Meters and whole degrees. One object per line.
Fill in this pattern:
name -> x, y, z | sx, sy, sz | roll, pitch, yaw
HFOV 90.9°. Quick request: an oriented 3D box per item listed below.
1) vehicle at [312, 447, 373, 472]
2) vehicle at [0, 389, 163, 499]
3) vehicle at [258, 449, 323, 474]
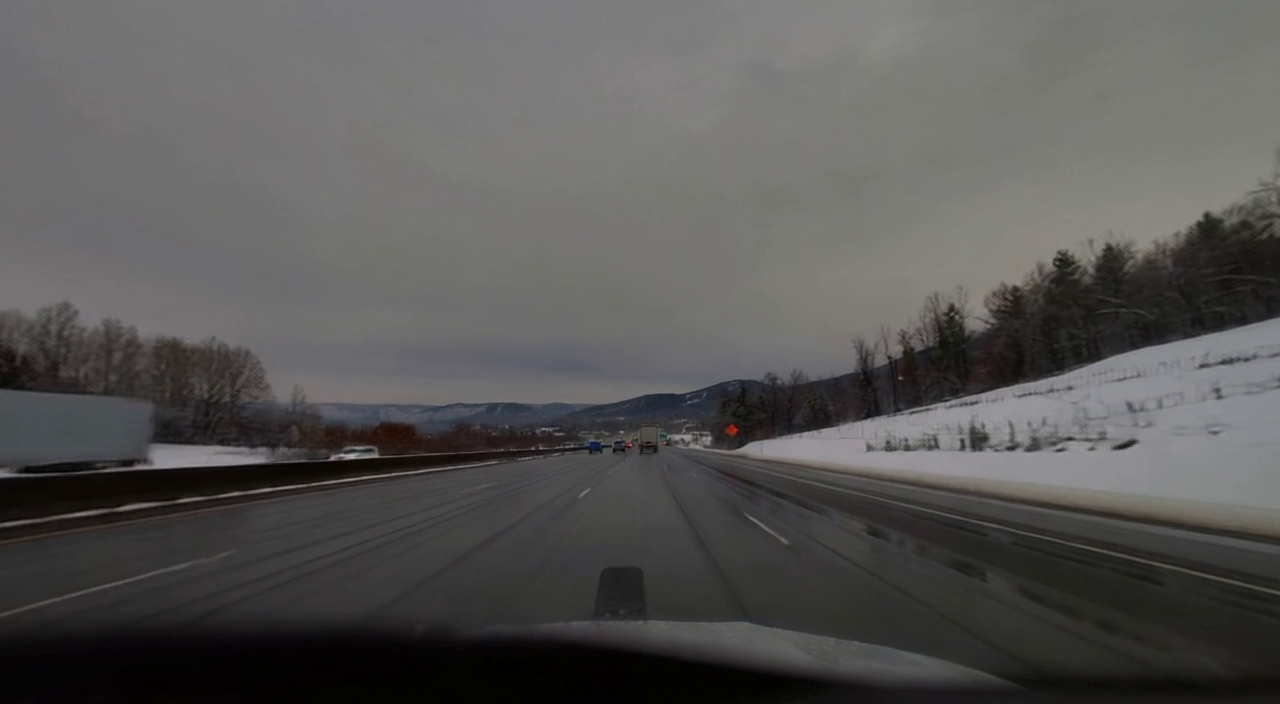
vehicle -> -20.439, 7.402, 43.522 | 2.077, 1.589, 4.203 | 0, -8, 1
vehicle -> -25.022, 3.566, 24.397 | 2.830, 4.041, 13.042 | 0, -8, 0
vehicle -> -23.912, 7.484, 43.357 | 1.885, 1.615, 4.448 | 0, -8, 1
